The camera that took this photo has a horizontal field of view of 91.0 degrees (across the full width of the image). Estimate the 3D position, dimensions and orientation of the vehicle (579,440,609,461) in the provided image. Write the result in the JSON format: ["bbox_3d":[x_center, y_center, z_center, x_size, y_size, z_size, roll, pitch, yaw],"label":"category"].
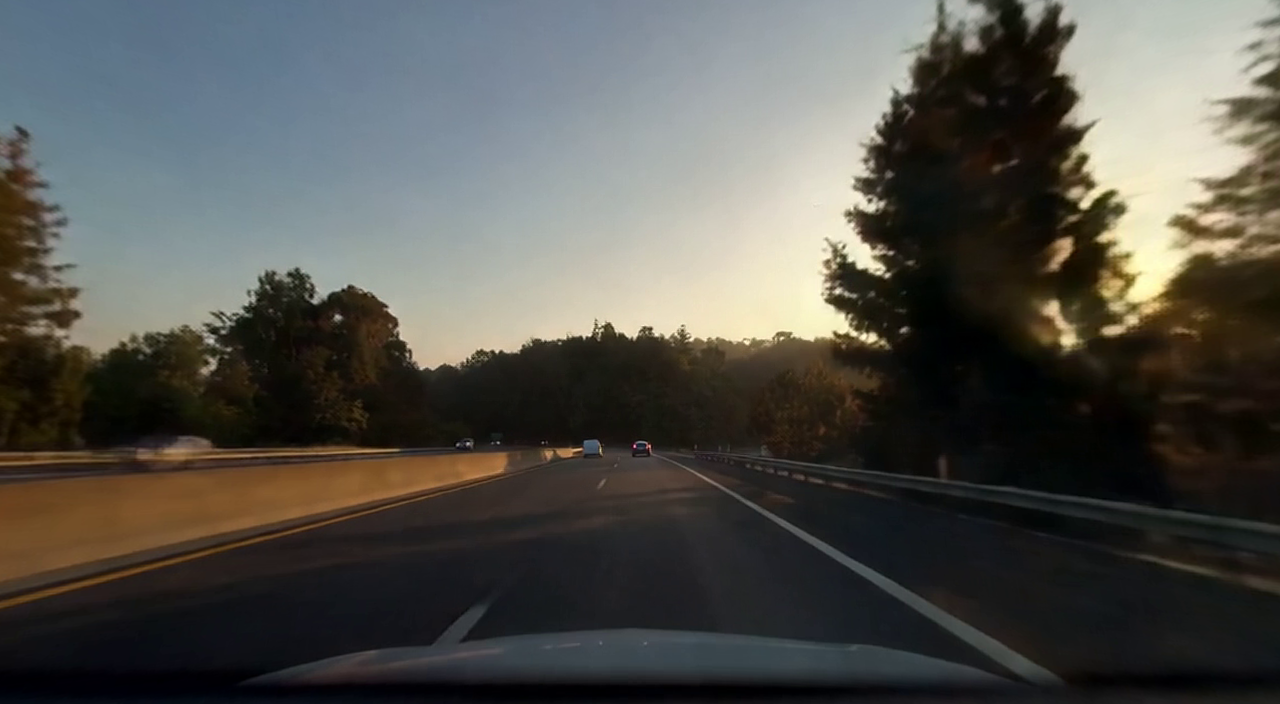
[{"bbox_3d":[-3.470,7.488,47.850,2.057,1.514,3.845,0,-8,-1],"label":"vehicle"}]
